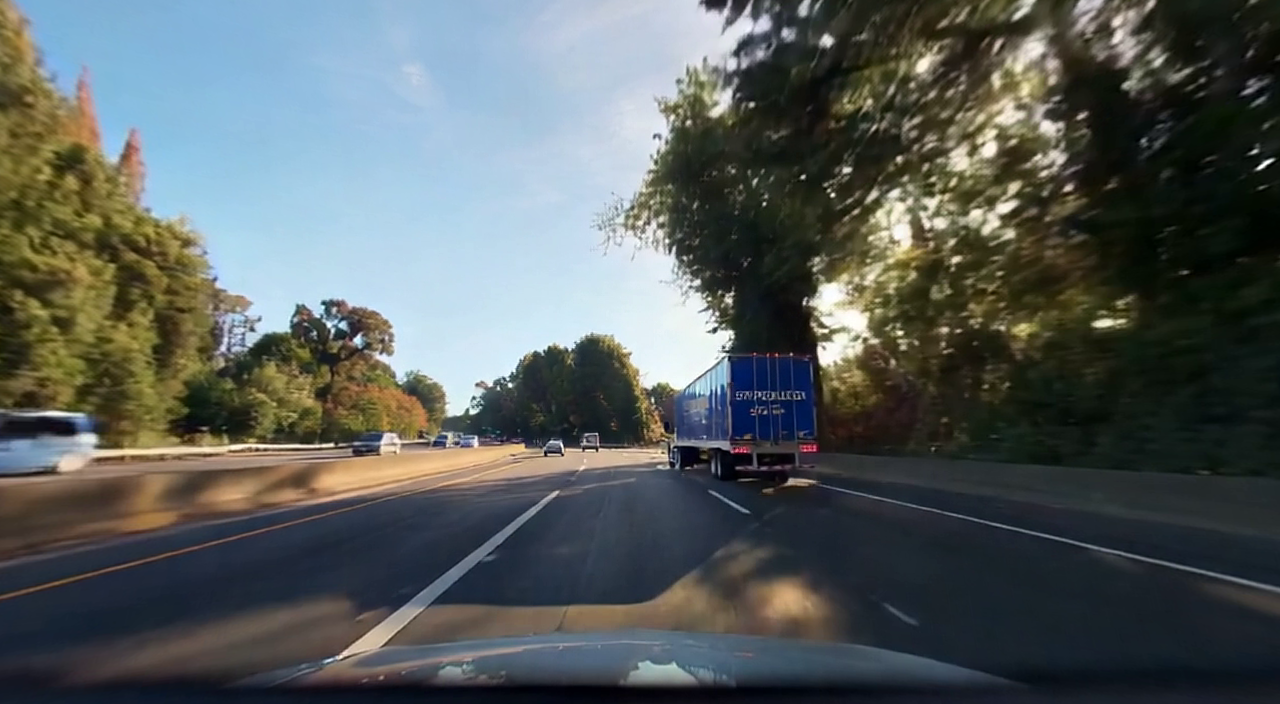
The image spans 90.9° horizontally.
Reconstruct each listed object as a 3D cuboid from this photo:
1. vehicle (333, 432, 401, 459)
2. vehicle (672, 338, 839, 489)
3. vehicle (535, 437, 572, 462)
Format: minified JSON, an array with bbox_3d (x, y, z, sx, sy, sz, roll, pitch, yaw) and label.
[{"bbox_3d":[-15.730,5.396,36.554,2.057,1.490,4.673,0,-8,-3],"label":"vehicle"},{"bbox_3d":[3.487,2.619,24.184,2.910,4.051,14.278,0,-8,-3],"label":"vehicle"},{"bbox_3d":[-5.600,6.348,41.225,2.030,1.547,3.862,0,-8,-3],"label":"vehicle"}]
